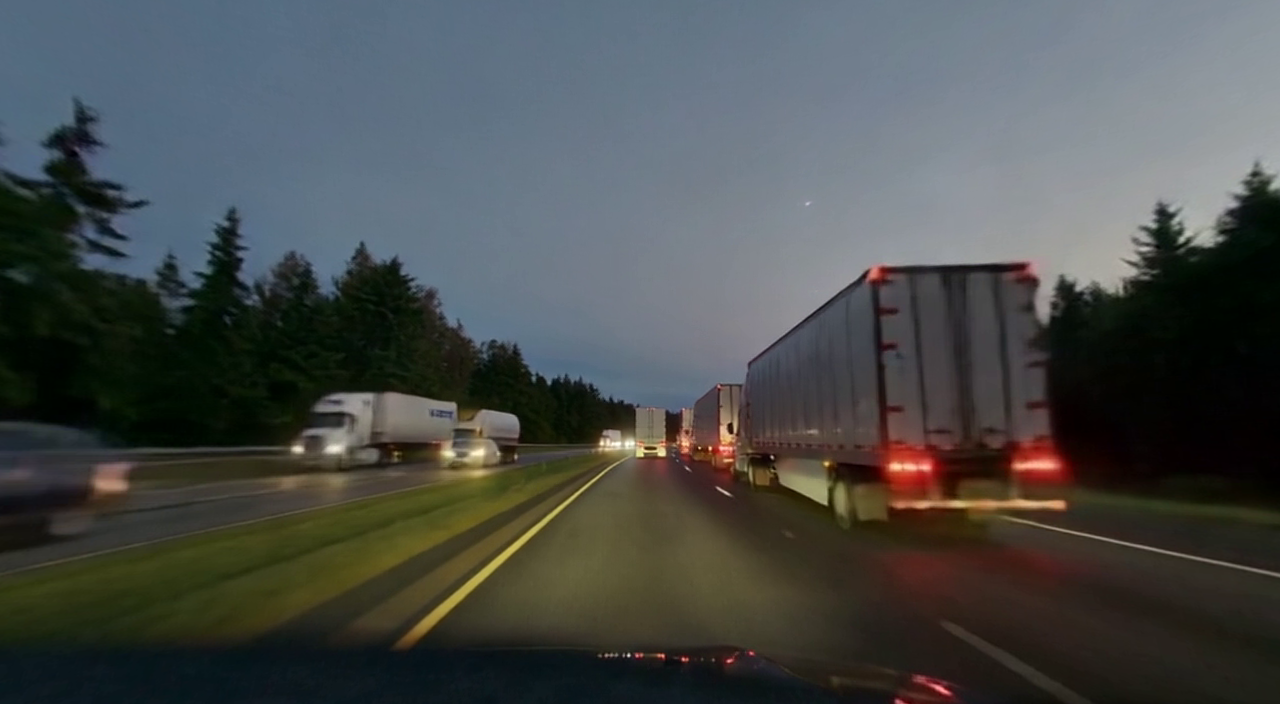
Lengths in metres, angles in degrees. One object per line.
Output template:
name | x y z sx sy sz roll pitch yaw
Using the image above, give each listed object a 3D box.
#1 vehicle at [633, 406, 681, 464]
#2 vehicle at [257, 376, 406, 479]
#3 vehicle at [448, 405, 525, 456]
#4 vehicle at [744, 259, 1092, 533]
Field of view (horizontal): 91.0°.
vehicle | 1.075 5.177 39.136 2.644 3.247 7.454 -1 -8 2
vehicle | -13.119 3.365 27.654 2.979 3.945 6.744 -1 -8 1
vehicle | -8.477 4.499 35.499 2.515 2.577 6.183 -1 -8 3
vehicle | 5.108 1.493 15.780 2.749 4.051 12.981 0 -8 0
